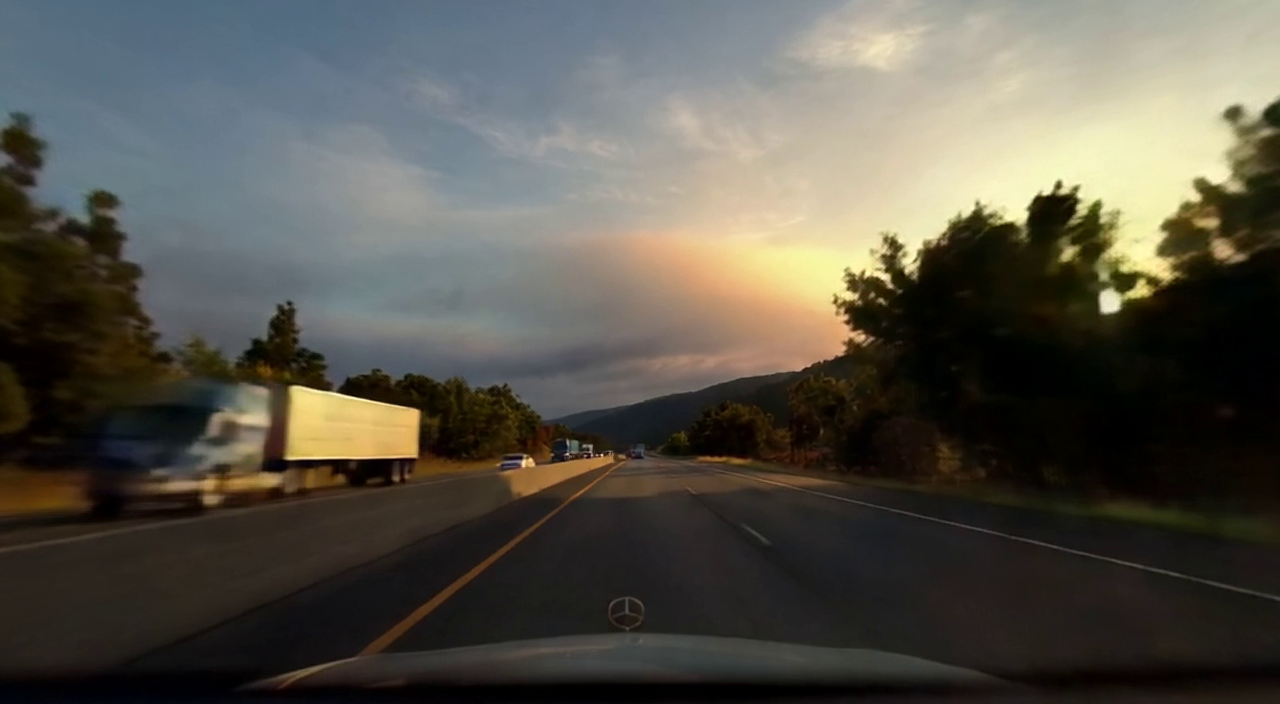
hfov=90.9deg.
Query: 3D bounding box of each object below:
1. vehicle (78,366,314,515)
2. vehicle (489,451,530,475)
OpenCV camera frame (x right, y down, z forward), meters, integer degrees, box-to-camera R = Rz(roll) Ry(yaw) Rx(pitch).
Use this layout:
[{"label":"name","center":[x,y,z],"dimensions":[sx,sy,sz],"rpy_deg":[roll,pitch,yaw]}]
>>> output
[{"label":"vehicle","center":[-13.506,2.810,20.002],"dimensions":[3.012,3.998,5.861],"rpy_deg":[0,-9,0]},{"label":"vehicle","center":[-8.698,7.414,42.194],"dimensions":[1.872,1.517,3.967],"rpy_deg":[0,-9,0]}]
